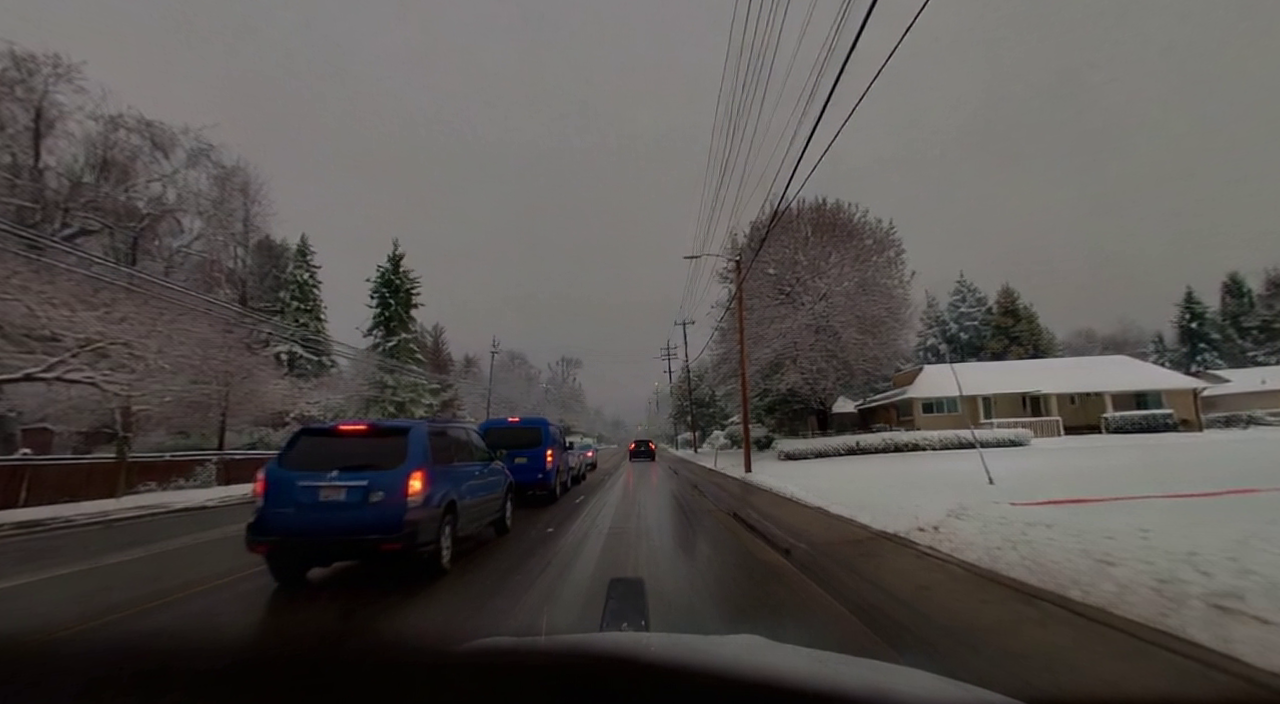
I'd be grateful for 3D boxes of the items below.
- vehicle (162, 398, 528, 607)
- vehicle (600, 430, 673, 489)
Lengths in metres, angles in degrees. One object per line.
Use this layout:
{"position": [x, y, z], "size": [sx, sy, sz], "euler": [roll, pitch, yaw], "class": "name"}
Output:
{"position": [-2.824, 1.561, 7.394], "size": [2.105, 1.709, 4.251], "euler": [0, -9, 2], "class": "vehicle"}
{"position": [-0.100, 3.440, 20.391], "size": [2.120, 1.718, 3.909], "euler": [0, -9, 0], "class": "vehicle"}
